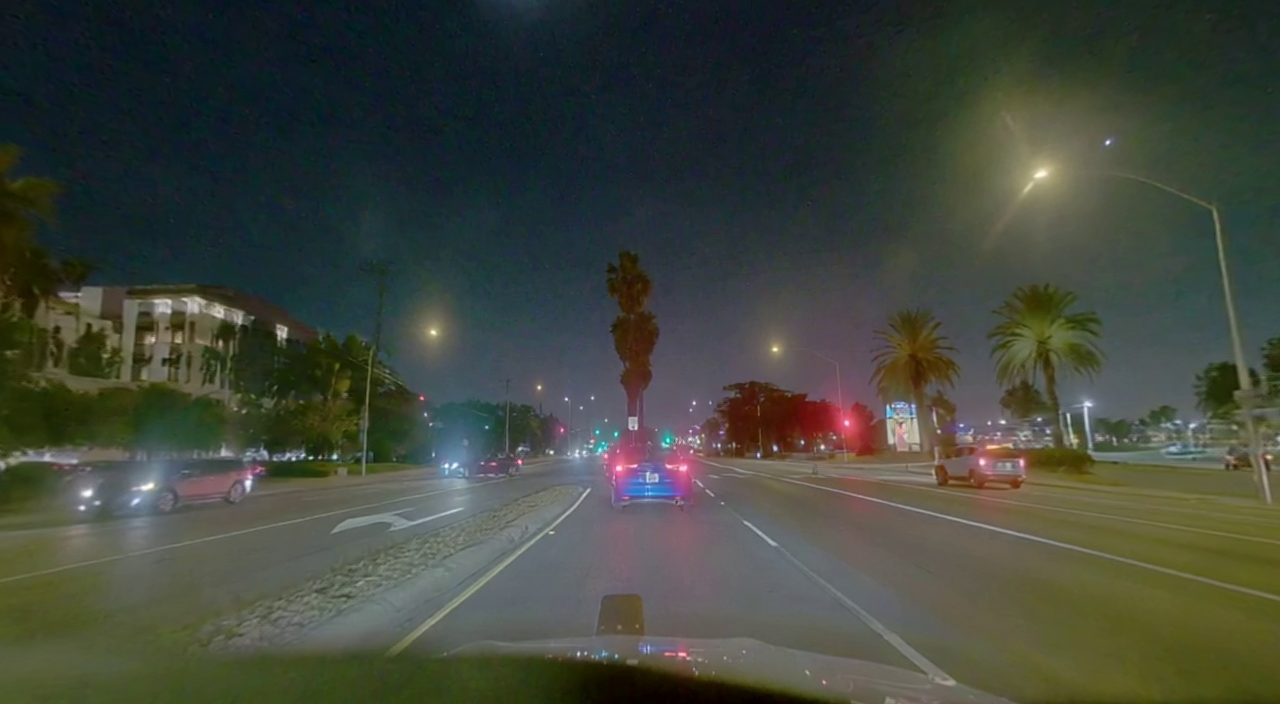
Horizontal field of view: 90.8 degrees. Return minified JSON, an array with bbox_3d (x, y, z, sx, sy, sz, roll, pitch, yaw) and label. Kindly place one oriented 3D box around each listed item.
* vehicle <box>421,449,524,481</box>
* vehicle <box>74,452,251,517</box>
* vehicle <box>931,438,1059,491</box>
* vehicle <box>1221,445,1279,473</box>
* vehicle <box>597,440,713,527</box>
[{"bbox_3d":[-8.284,5.544,31.301,4.585,1.479,2.088,-4,-9,23],"label":"vehicle"},{"bbox_3d":[-13.665,3.753,18.489,1.858,1.604,4.331,0,-8,-1],"label":"vehicle"},{"bbox_3d":[13.589,4.314,24.647,2.131,1.832,5.203,0,-9,3],"label":"vehicle"},{"bbox_3d":[38.041,6.518,38.589,4.418,1.616,1.929,3,-9,-23],"label":"vehicle"},{"bbox_3d":[0.251,2.585,13.055,1.986,1.473,4.382,0,-9,0],"label":"vehicle"}]
